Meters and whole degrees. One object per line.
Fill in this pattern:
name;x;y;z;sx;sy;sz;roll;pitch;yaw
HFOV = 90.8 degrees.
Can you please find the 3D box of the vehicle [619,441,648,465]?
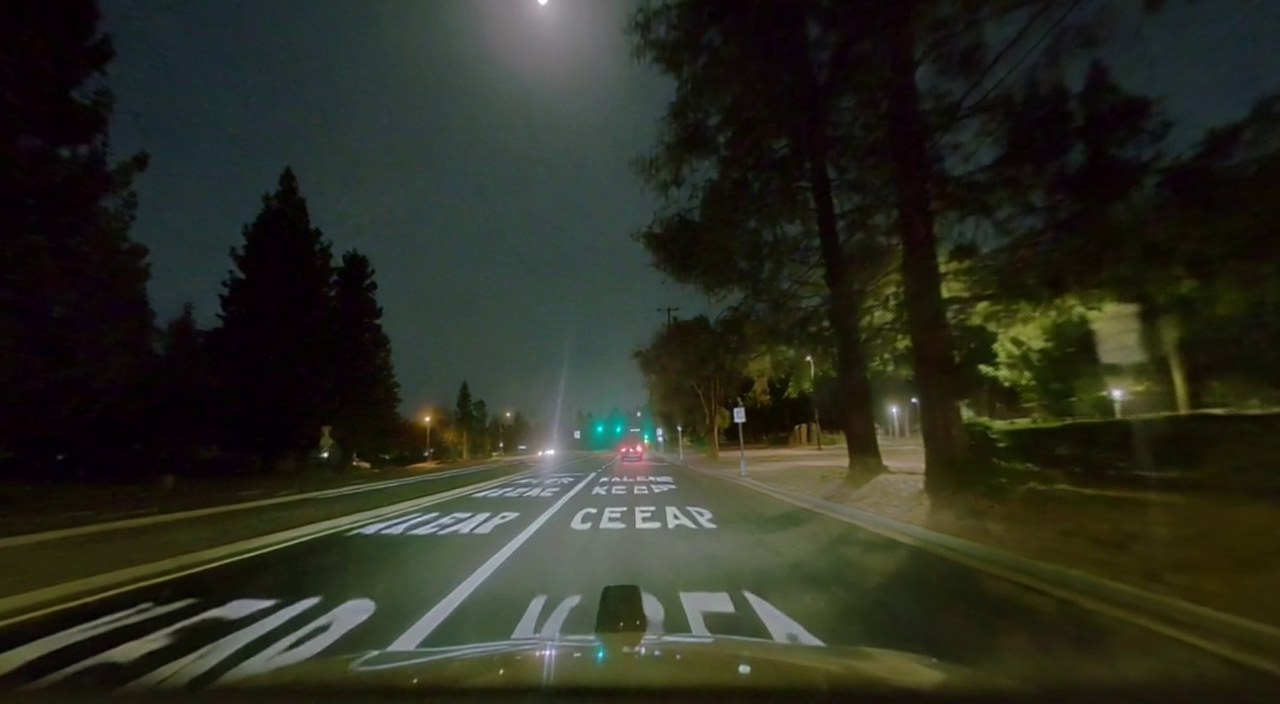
vehicle;-0.483;7.341;45.960;2.045;1.613;4.210;0;-8;-1
